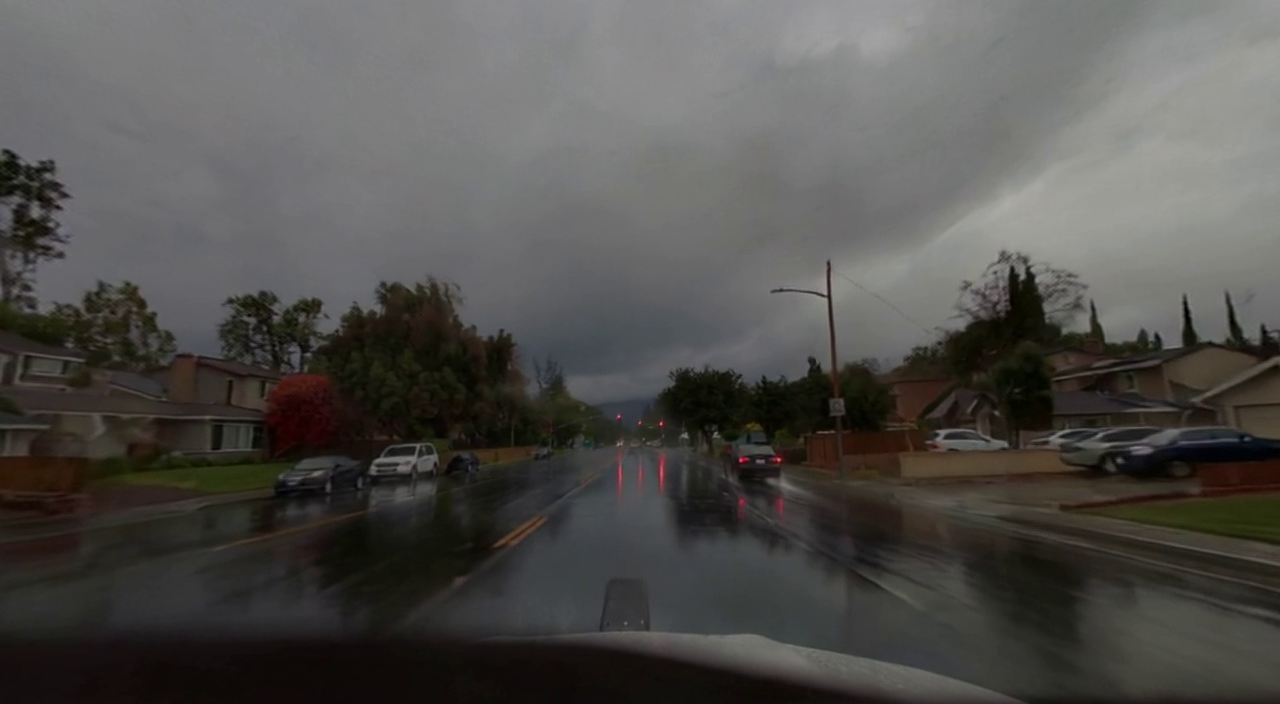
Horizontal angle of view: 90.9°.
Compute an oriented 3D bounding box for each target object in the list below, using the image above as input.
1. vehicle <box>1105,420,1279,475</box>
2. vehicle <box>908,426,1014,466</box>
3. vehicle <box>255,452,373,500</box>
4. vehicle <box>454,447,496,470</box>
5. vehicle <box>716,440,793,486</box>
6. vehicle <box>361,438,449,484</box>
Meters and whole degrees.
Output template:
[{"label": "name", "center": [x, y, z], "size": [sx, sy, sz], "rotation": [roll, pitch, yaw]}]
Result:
[{"label": "vehicle", "center": [16.941, 2.875, 19.055], "size": [4.065, 1.557, 2.107], "rotation": [0, -8, 0]}, {"label": "vehicle", "center": [14.907, 4.406, 29.656], "size": [2.129, 1.699, 4.906], "rotation": [0, -8, -3]}, {"label": "vehicle", "center": [-11.262, 4.282, 22.159], "size": [1.829, 1.441, 4.355], "rotation": [0, -8, -1]}, {"label": "vehicle", "center": [-11.502, 7.423, 44.147], "size": [1.911, 1.524, 4.256], "rotation": [0, -8, -1]}, {"label": "vehicle", "center": [4.060, 4.018, 23.184], "size": [1.956, 1.492, 4.425], "rotation": [0, -8, -1]}, {"label": "vehicle", "center": [-11.397, 5.305, 31.113], "size": [2.180, 1.953, 5.787], "rotation": [-2, -8, 0]}]
